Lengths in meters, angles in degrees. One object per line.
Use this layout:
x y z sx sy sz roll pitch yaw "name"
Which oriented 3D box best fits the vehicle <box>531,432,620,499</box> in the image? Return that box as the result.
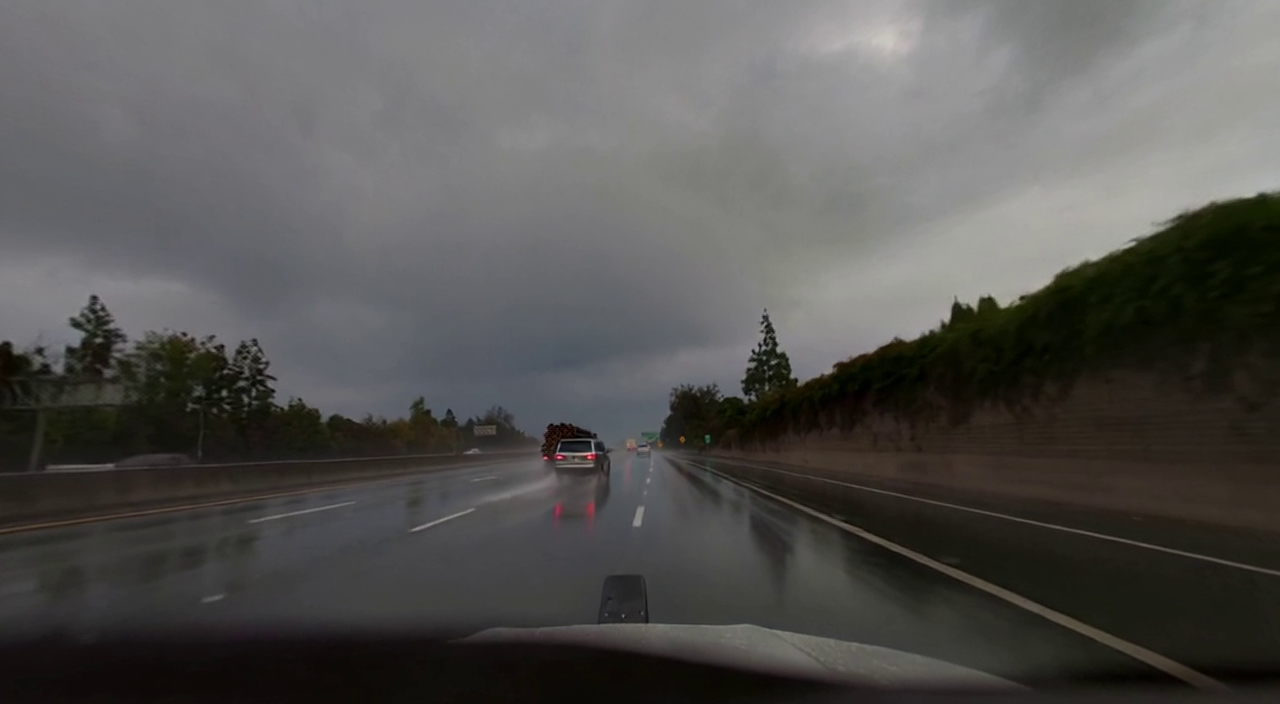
-1.812 3.392 19.273 2.114 1.787 4.365 -1 -8 2 "vehicle"
